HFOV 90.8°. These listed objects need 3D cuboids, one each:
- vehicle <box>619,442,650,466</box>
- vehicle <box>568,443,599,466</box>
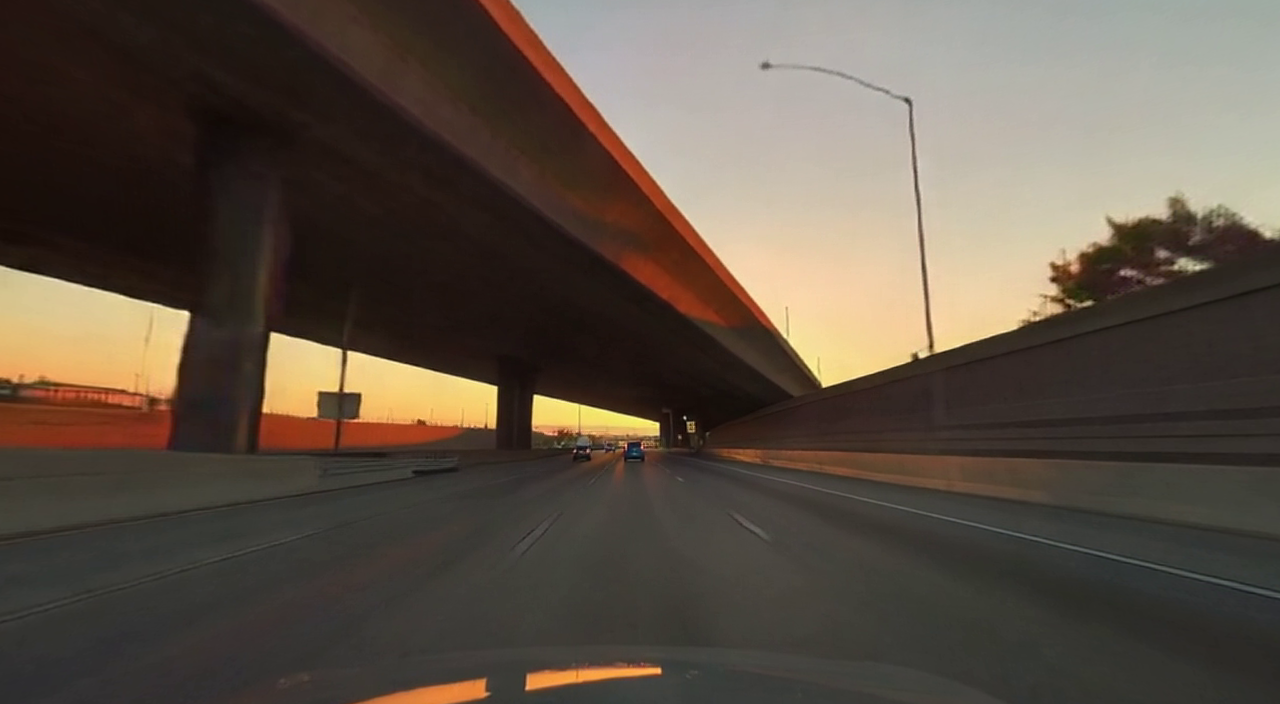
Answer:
[{"bbox_3d":[-0.438,7.328,45.583,2.132,1.657,3.967,0,-8,-2],"label":"vehicle"},{"bbox_3d":[-4.252,7.729,47.868,2.000,1.646,4.201,0,-8,-1],"label":"vehicle"}]
